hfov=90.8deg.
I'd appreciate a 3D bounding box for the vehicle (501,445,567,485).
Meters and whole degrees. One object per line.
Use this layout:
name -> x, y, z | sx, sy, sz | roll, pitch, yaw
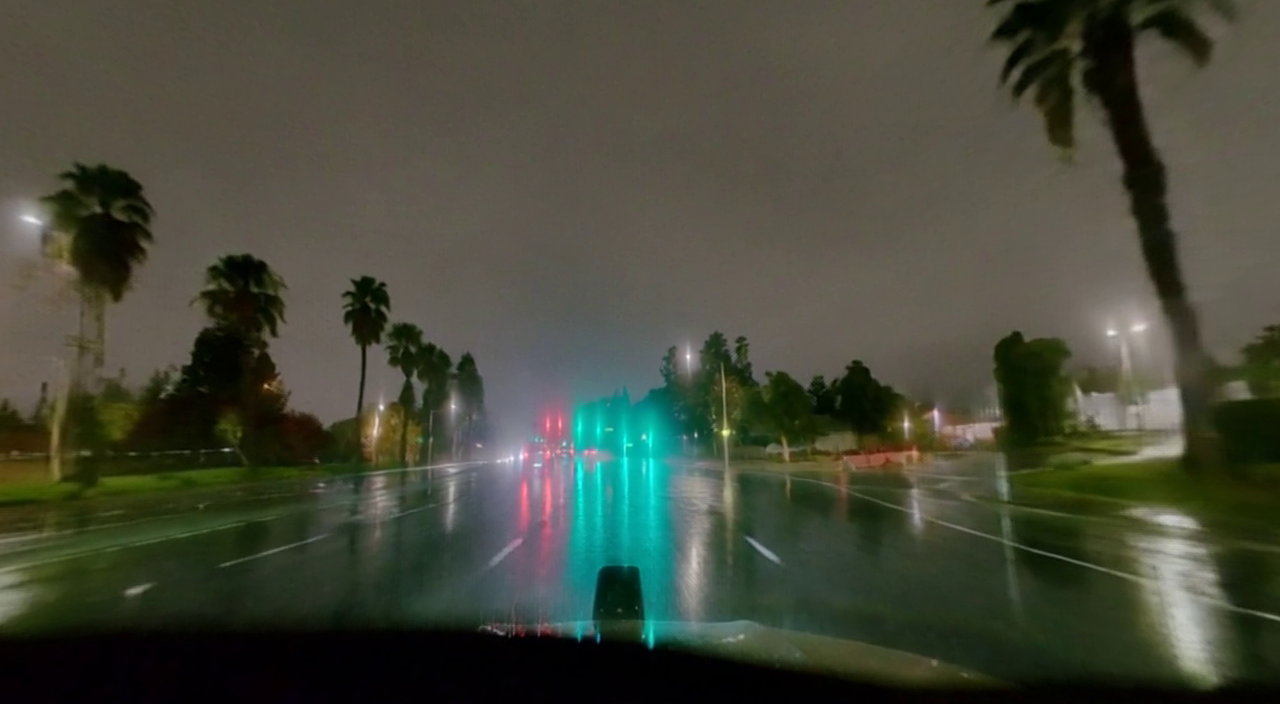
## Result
vehicle -> -4.306, 4.669, 26.440 | 2.108, 1.475, 4.555 | 0, -9, -2
